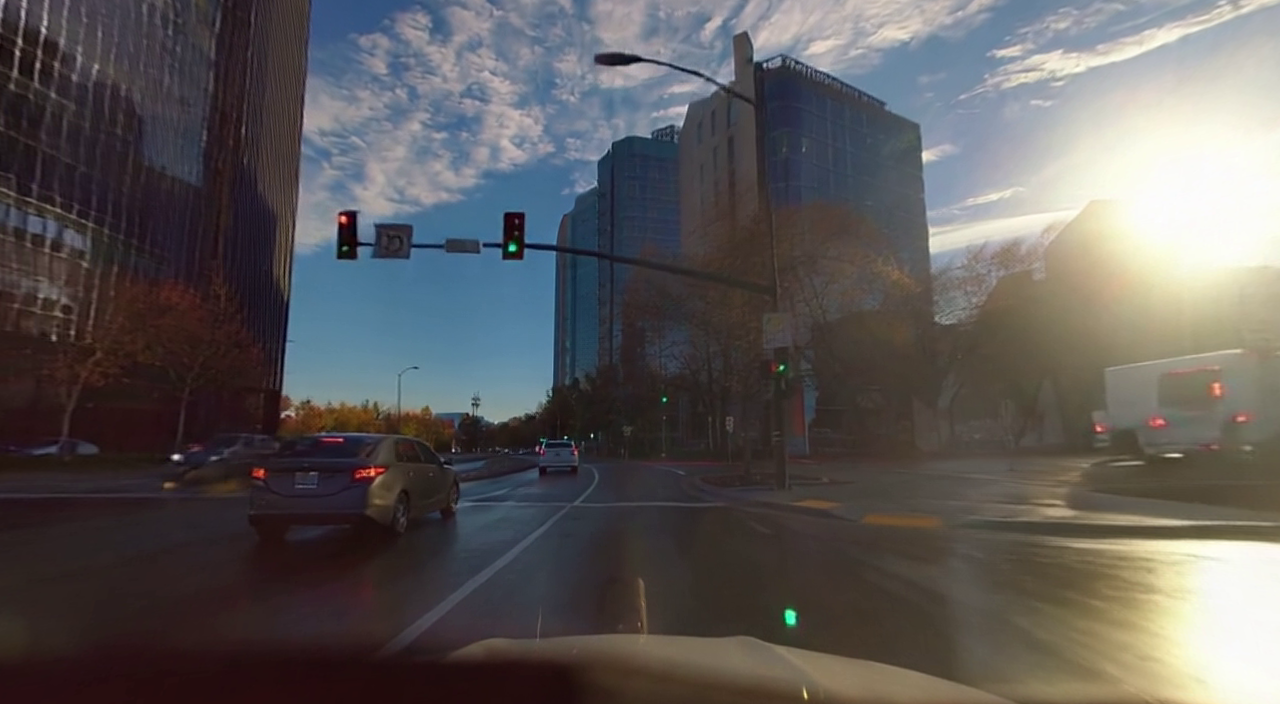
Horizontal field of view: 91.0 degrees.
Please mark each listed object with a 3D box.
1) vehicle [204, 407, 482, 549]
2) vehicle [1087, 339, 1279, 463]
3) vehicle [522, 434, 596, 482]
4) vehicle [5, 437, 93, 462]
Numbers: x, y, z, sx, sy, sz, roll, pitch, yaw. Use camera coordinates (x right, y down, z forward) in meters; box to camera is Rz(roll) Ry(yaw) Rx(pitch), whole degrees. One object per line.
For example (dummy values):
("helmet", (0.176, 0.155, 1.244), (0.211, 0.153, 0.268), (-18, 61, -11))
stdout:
("vehicle", (-4.323, 1.905, 10.252), (2.169, 1.741, 4.588), (0, -8, 1))
("vehicle", (15.828, 1.479, 16.880), (4.005, 2.827, 4.538), (2, -8, -10))
("vehicle", (-3.388, 4.568, 27.473), (2.384, 1.849, 5.009), (0, -8, 2))
("vehicle", (-37.933, 6.295, 40.477), (3.794, 1.481, 1.758), (1, -10, 1))
